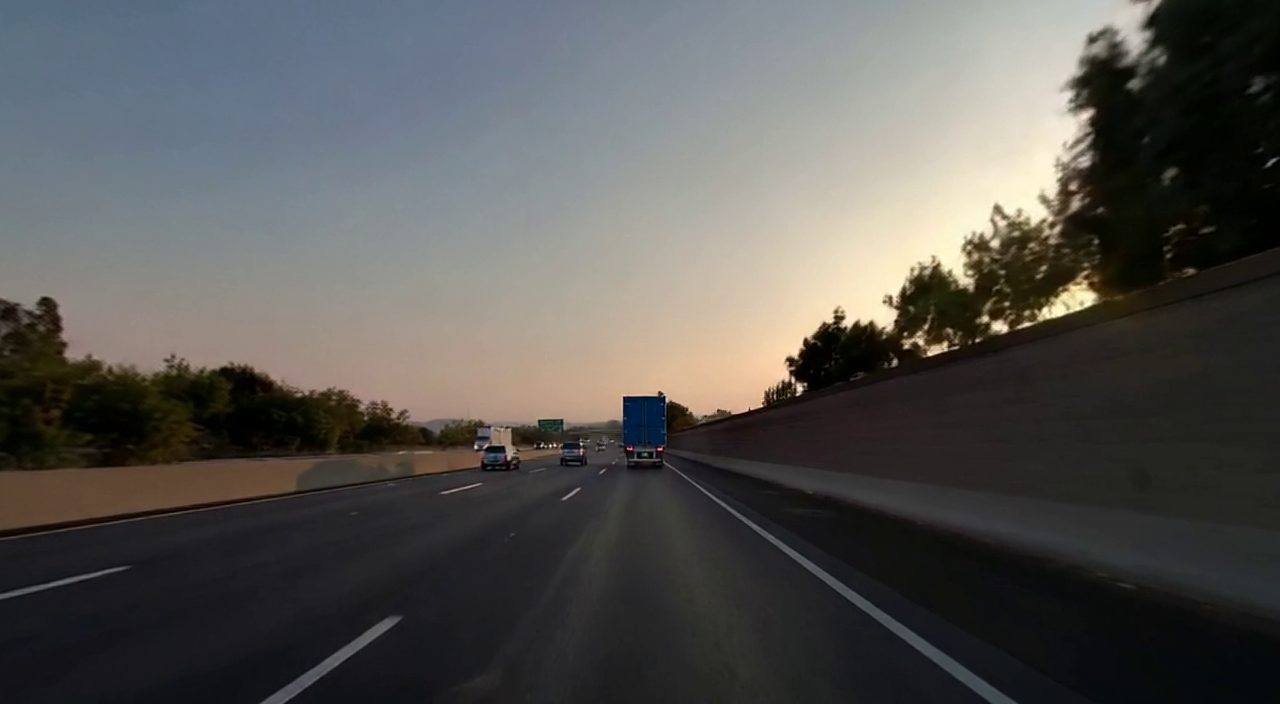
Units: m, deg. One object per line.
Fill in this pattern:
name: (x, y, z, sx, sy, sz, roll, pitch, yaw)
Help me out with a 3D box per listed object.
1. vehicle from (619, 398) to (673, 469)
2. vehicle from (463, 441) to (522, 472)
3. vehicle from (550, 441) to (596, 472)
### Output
vehicle: (0.355, 5.543, 41.667, 3.123, 4.094, 10.812, 0, -9, 0)
vehicle: (-7.712, 5.525, 33.185, 1.968, 1.507, 4.673, 0, -9, 1)
vehicle: (-3.568, 5.658, 34.154, 2.006, 1.572, 4.082, 0, -9, 0)
